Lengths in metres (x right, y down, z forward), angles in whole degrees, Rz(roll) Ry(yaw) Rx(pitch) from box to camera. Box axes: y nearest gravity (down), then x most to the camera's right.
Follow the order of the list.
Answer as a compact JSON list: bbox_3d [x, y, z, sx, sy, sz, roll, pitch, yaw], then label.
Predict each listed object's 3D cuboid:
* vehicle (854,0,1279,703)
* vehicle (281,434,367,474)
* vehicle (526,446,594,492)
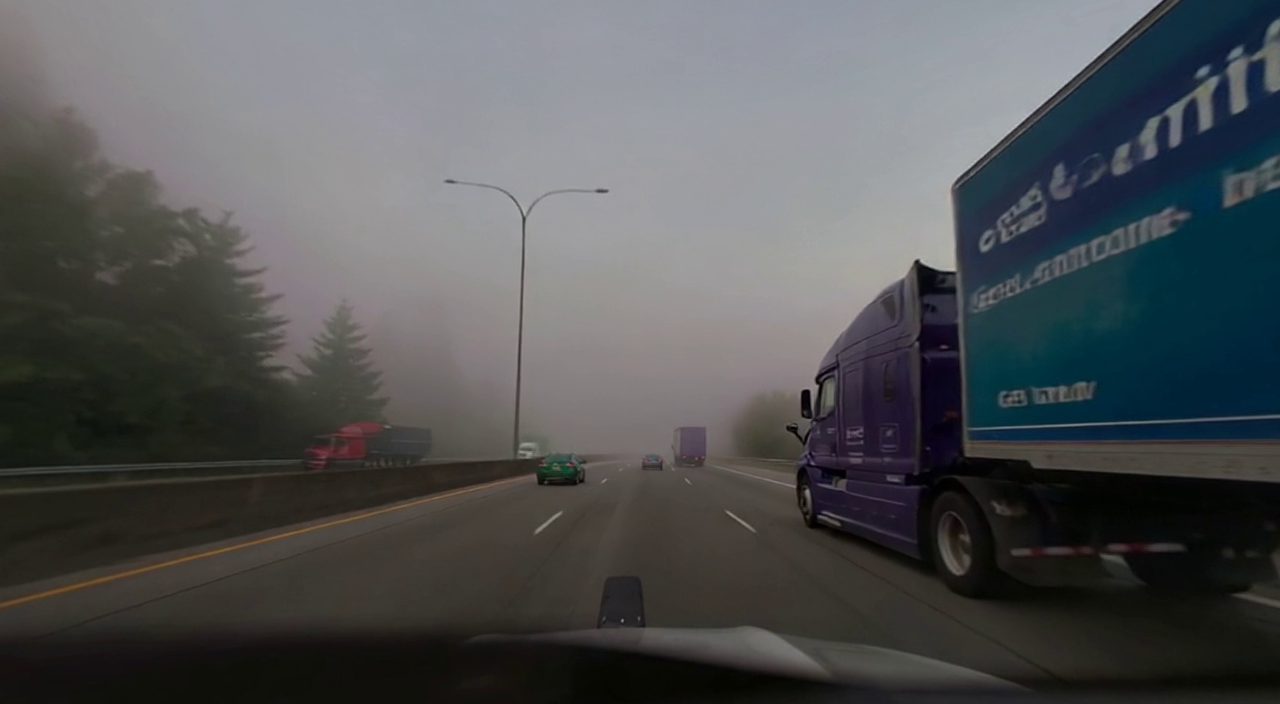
[{"bbox_3d":[4.549,-0.390,1.854,2.858,3.952,13.731,0,-9,-1],"label":"vehicle"},{"bbox_3d":[-22.288,7.261,44.816,2.614,2.602,6.122,0,-9,3],"label":"vehicle"},{"bbox_3d":[-2.969,4.441,24.323,1.960,1.579,4.384,0,-9,1],"label":"vehicle"}]
